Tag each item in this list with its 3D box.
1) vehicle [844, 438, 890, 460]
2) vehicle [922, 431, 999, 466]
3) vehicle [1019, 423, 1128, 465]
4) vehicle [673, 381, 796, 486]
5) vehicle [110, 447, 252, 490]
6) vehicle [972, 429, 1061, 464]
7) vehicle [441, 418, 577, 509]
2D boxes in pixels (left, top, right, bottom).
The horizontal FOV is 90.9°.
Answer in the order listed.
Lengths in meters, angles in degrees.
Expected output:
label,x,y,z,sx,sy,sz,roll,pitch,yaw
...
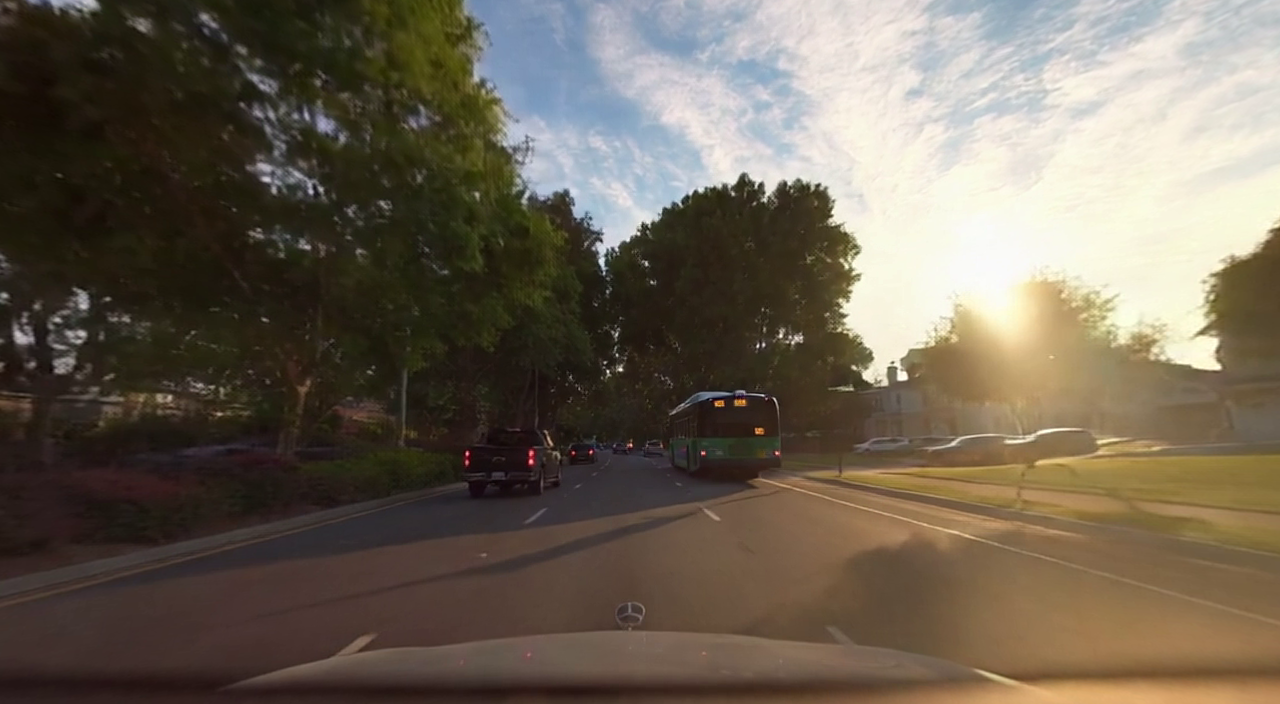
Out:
label,x,y,z,sx,sy,sz,roll,pitch,yaw
vehicle,16.201,6.956,45.123,1.797,1.455,4.342,-2,-9,2
vehicle,16.523,4.997,32.727,1.972,1.648,4.016,0,-8,2
vehicle,21.802,4.662,32.016,2.152,1.945,4.827,0,-8,2
vehicle,3.269,3.469,26.009,3.059,3.264,12.623,0,-8,0
vehicle,-17.570,4.454,24.488,1.854,1.489,4.820,0,-8,0
vehicle,19.122,4.827,32.248,2.062,1.683,4.209,0,-8,2
vehicle,-2.972,2.693,15.673,2.074,1.849,5.137,0,-8,2
